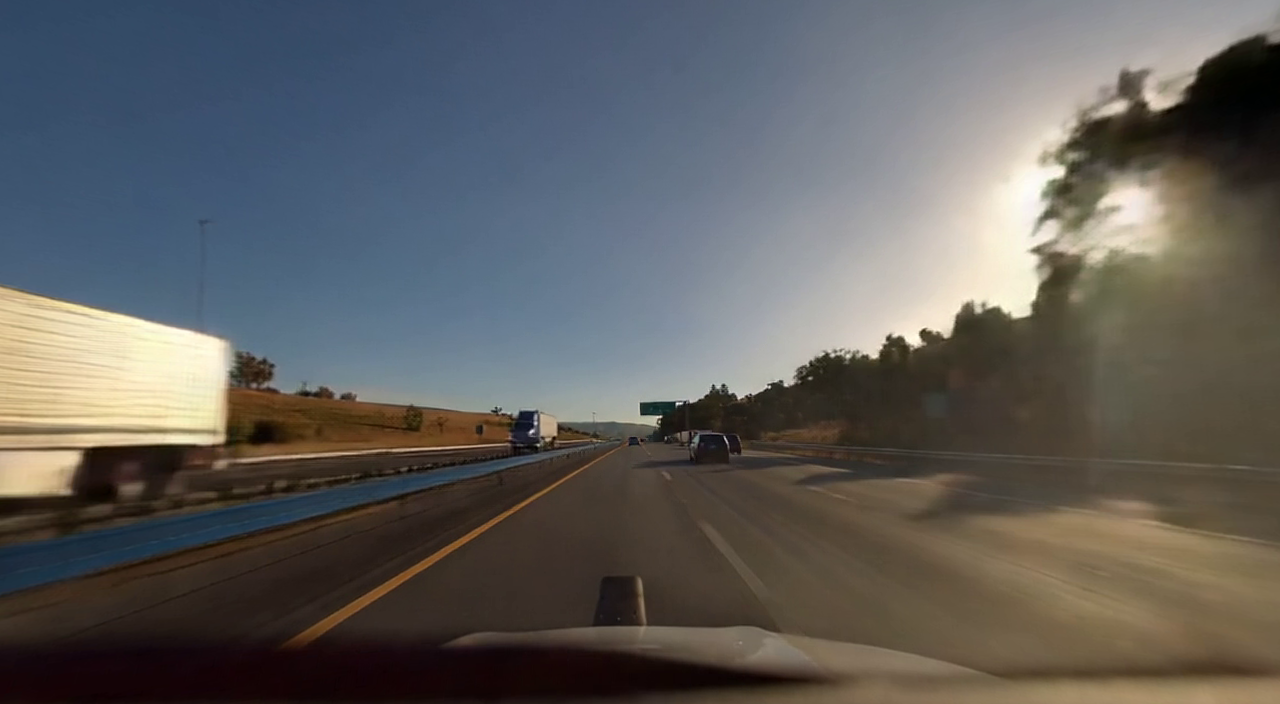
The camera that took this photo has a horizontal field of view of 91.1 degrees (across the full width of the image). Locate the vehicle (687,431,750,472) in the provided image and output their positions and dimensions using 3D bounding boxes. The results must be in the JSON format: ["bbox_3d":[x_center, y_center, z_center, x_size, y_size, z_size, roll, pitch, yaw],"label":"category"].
[{"bbox_3d":[3.253,4.204,26.946,2.084,1.583,4.420,0,-8,-1],"label":"vehicle"}]

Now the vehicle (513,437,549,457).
[{"bbox_3d":[-8.586,7.517,49.959,1.946,1.496,5.056,0,-8,0],"label":"vehicle"}]

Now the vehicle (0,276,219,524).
[{"bbox_3d":[-12.419,0.581,8.888,3.293,4.139,14.123,0,-8,-1],"label":"vehicle"}]
